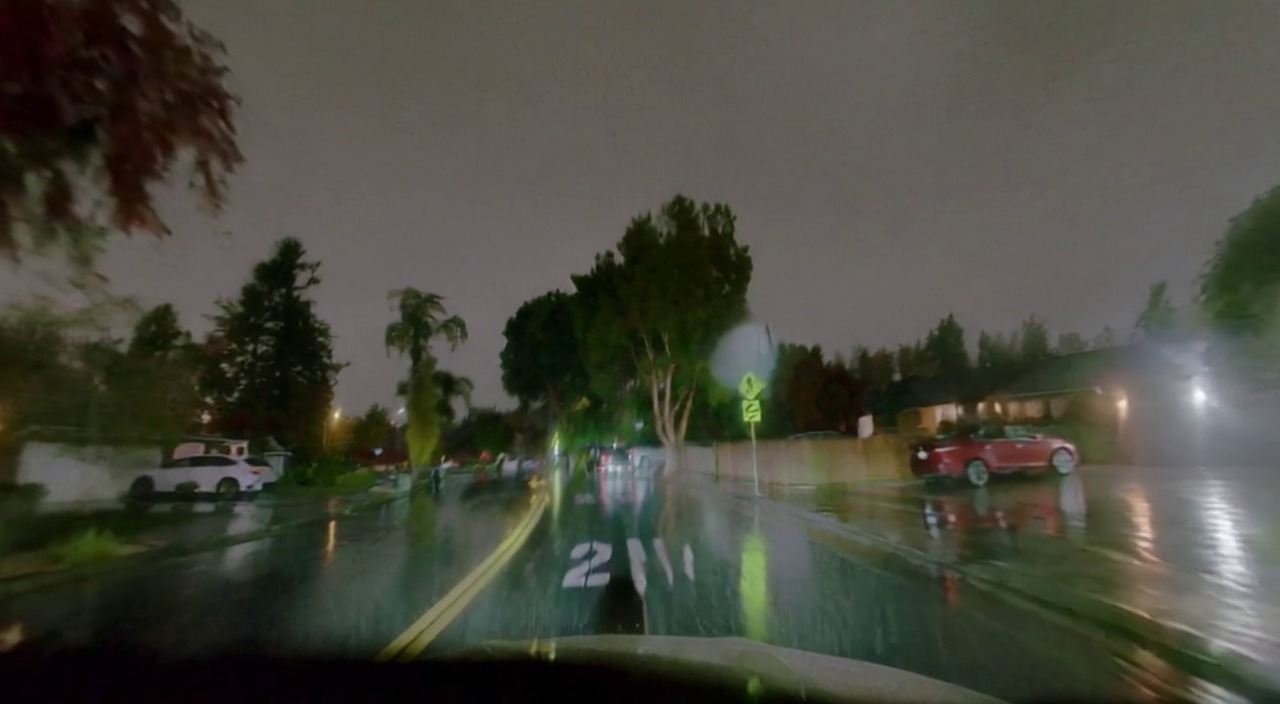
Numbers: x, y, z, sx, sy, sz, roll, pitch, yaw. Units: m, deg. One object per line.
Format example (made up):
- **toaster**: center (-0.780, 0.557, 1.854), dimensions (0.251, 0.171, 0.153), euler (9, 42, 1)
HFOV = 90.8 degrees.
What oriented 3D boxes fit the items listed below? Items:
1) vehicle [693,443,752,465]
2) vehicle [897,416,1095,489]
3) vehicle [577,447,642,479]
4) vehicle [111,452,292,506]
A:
- **vehicle**: center (6.072, 7.468, 46.468), dimensions (4.253, 1.458, 1.900), euler (6, -11, -40)
- **vehicle**: center (9.312, 2.612, 16.616), dimensions (4.284, 1.522, 1.893), euler (-1, -8, -16)
- **vehicle**: center (-1.702, 5.778, 33.125), dimensions (2.181, 1.494, 5.023), euler (2, -9, -17)
- **vehicle**: center (-14.676, 4.251, 21.515), dimensions (4.664, 1.580, 1.973), euler (3, -9, -22)
